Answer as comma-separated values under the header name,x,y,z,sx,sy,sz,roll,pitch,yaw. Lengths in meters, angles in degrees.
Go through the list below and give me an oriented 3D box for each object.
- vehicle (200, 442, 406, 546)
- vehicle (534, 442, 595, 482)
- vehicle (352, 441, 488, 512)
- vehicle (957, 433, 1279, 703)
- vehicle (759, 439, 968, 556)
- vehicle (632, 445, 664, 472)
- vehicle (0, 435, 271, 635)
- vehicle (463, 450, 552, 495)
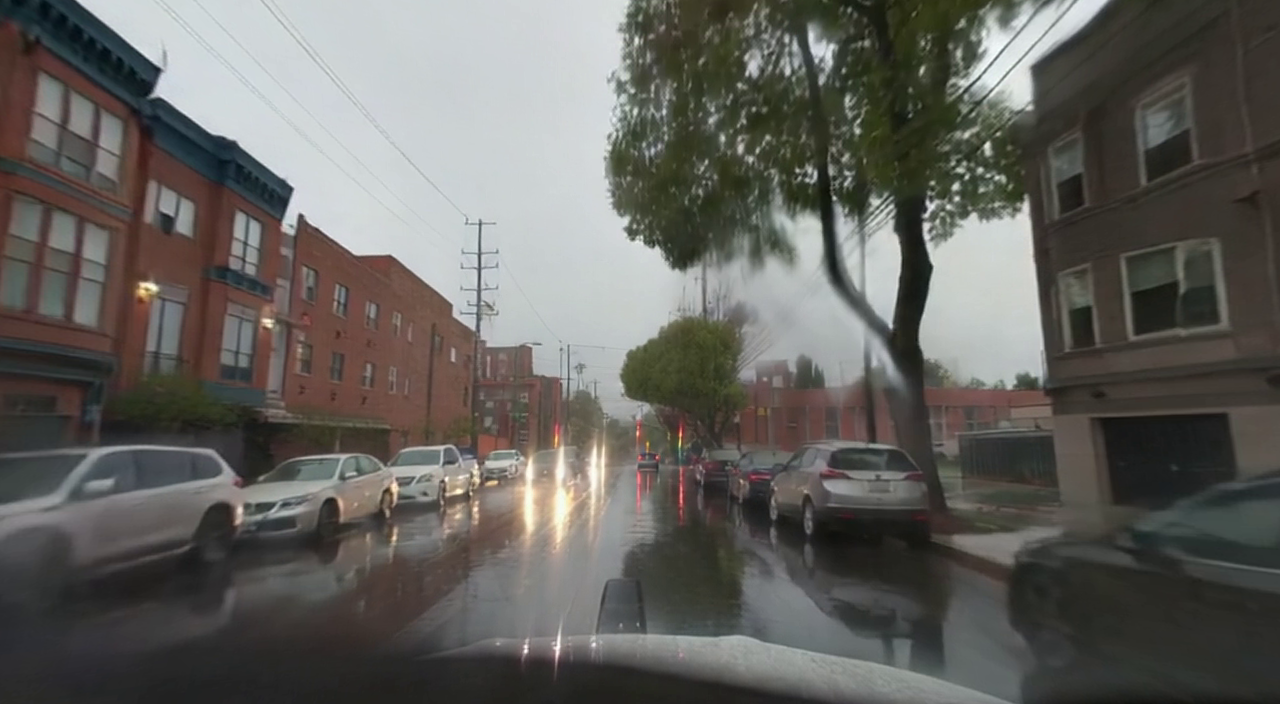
name,x,y,z,sx,sy,sz,roll,pitch,yaw
vehicle,-6.658,2.787,13.196,1.925,1.759,4.396,0,-8,-1
vehicle,-3.660,5.470,31.686,2.236,1.834,4.743,-1,-8,3
vehicle,-6.649,3.798,20.022,2.263,1.882,5.706,0,-8,0
vehicle,3.318,1.040,2.357,1.885,1.464,4.466,0,-8,-1
vehicle,3.414,2.274,10.674,1.895,1.553,4.235,0,-8,-1
vehicle,0.511,7.285,43.281,2.059,1.736,3.994,0,-8,0
vehicle,-6.736,1.903,7.453,1.930,1.756,4.955,0,-8,-3
vehicle,-5.318,4.660,24.892,1.994,1.510,4.802,5,-10,-29
